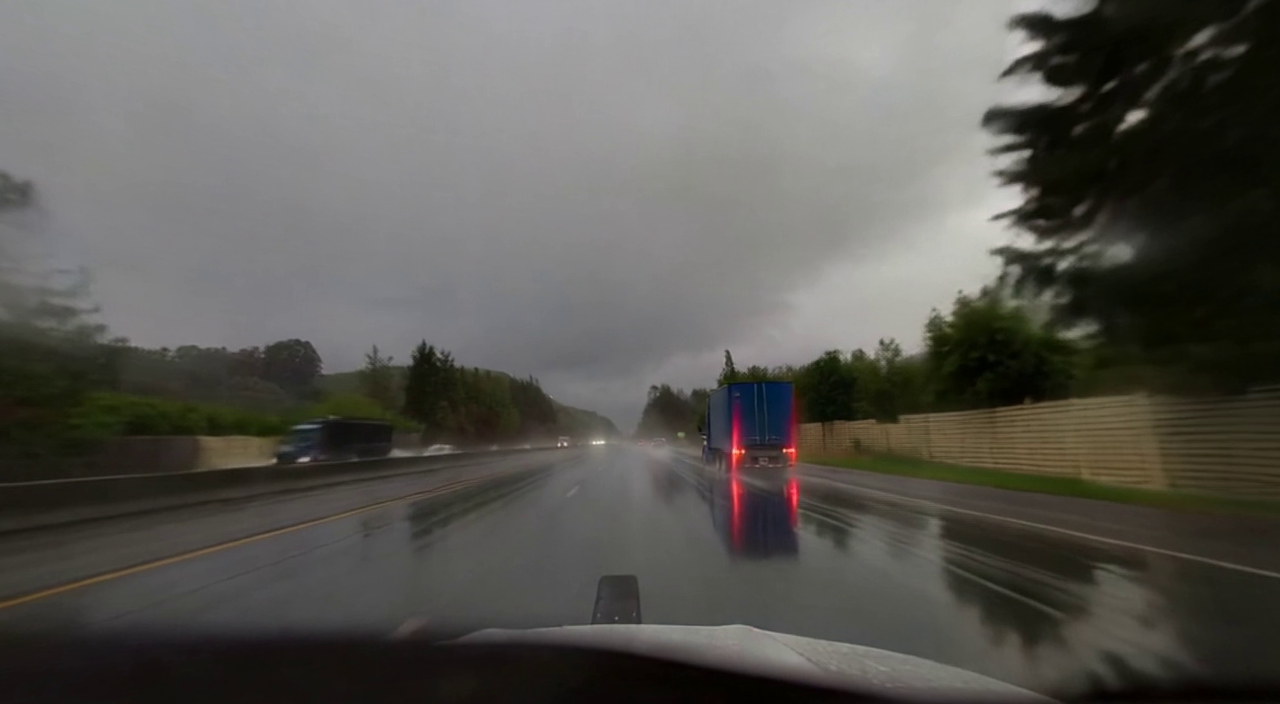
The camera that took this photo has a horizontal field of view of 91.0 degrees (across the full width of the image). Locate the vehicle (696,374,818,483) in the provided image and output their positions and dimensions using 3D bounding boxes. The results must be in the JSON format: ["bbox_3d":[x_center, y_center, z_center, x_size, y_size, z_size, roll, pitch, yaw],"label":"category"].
[{"bbox_3d":[3.972,2.902,23.427,2.766,3.349,7.796,0,-8,-2],"label":"vehicle"}]

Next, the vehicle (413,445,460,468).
[{"bbox_3d":[-13.643,7.014,42.469,1.780,1.443,4.176,-1,-8,0],"label":"vehicle"}]

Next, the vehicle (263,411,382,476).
[{"bbox_3d":[-20.796,6.087,42.112,2.955,3.760,9.717,-1,-8,-1],"label":"vehicle"}]
